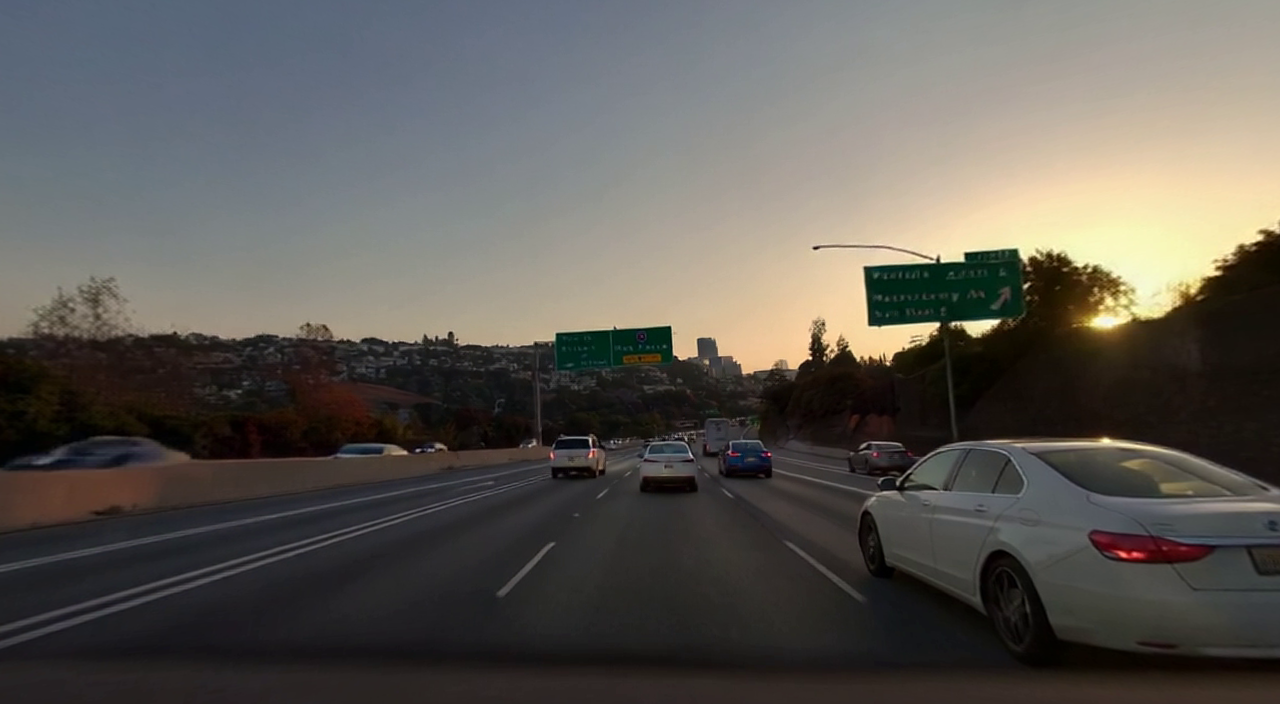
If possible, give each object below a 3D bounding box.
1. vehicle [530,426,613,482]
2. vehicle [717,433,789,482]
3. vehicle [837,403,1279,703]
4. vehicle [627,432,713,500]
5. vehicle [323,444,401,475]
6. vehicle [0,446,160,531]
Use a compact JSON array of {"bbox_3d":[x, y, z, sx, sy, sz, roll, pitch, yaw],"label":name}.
[{"bbox_3d":[-2.551,4.022,25.059,2.434,1.965,5.305,0,-9,3],"label":"vehicle"},{"bbox_3d":[4.178,3.988,24.079,2.076,1.684,4.241,0,-9,2],"label":"vehicle"},{"bbox_3d":[3.191,1.288,4.705,2.009,1.489,4.559,0,-9,1],"label":"vehicle"},{"bbox_3d":[0.790,3.038,17.075,2.074,1.614,3.803,0,-9,2],"label":"vehicle"},{"bbox_3d":[-14.542,5.658,33.217,1.874,1.504,4.406,0,-9,3],"label":"vehicle"},{"bbox_3d":[-12.358,2.644,12.615,1.906,1.499,4.426,0,-9,2],"label":"vehicle"}]
